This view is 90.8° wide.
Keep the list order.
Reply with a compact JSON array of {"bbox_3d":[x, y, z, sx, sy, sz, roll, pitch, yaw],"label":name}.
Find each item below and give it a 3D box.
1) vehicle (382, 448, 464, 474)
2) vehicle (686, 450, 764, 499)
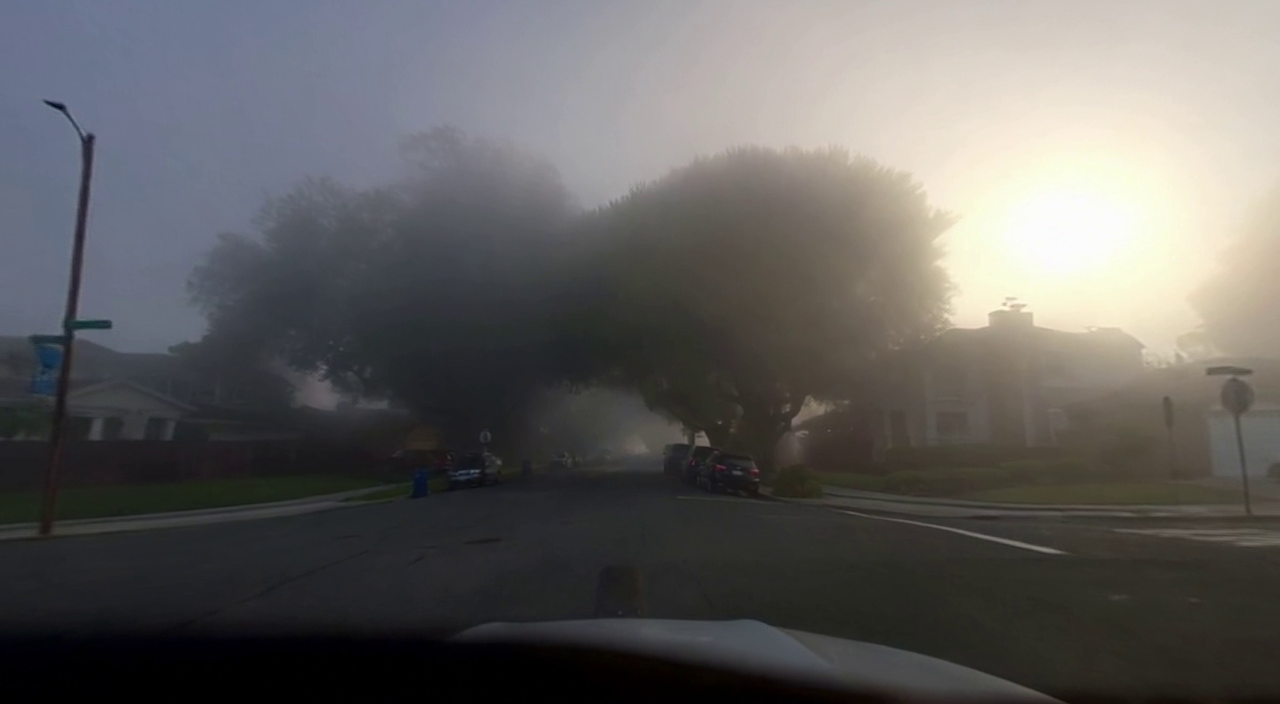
[{"bbox_3d":[-13.454,6.763,39.376,4.423,1.522,1.961,0,-9,-2],"label":"vehicle"},{"bbox_3d":[2.790,4.134,21.703,1.881,1.487,4.183,1,-9,-3],"label":"vehicle"}]
